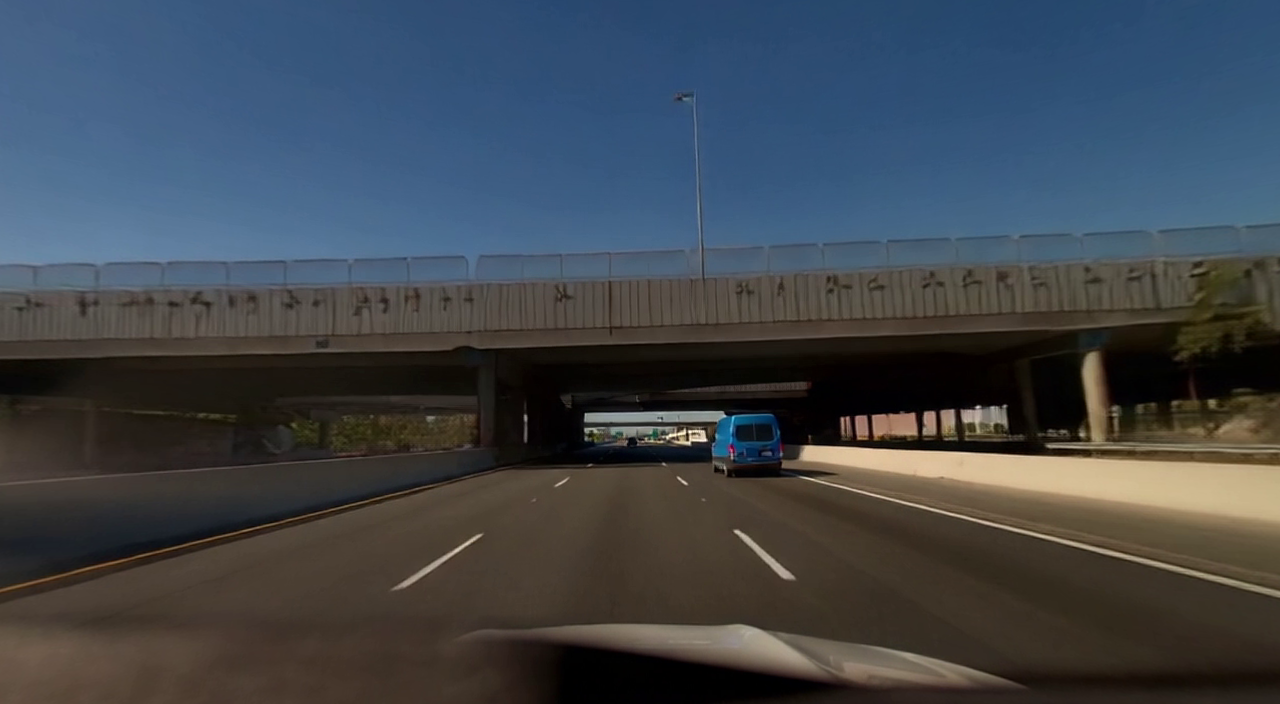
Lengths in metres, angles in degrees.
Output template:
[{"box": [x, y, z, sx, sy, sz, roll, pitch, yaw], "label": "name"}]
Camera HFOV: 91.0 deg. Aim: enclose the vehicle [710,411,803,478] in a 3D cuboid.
[{"box": [3.839, 3.156, 21.628, 2.161, 2.002, 4.631, -1, -8, -2], "label": "vehicle"}]
